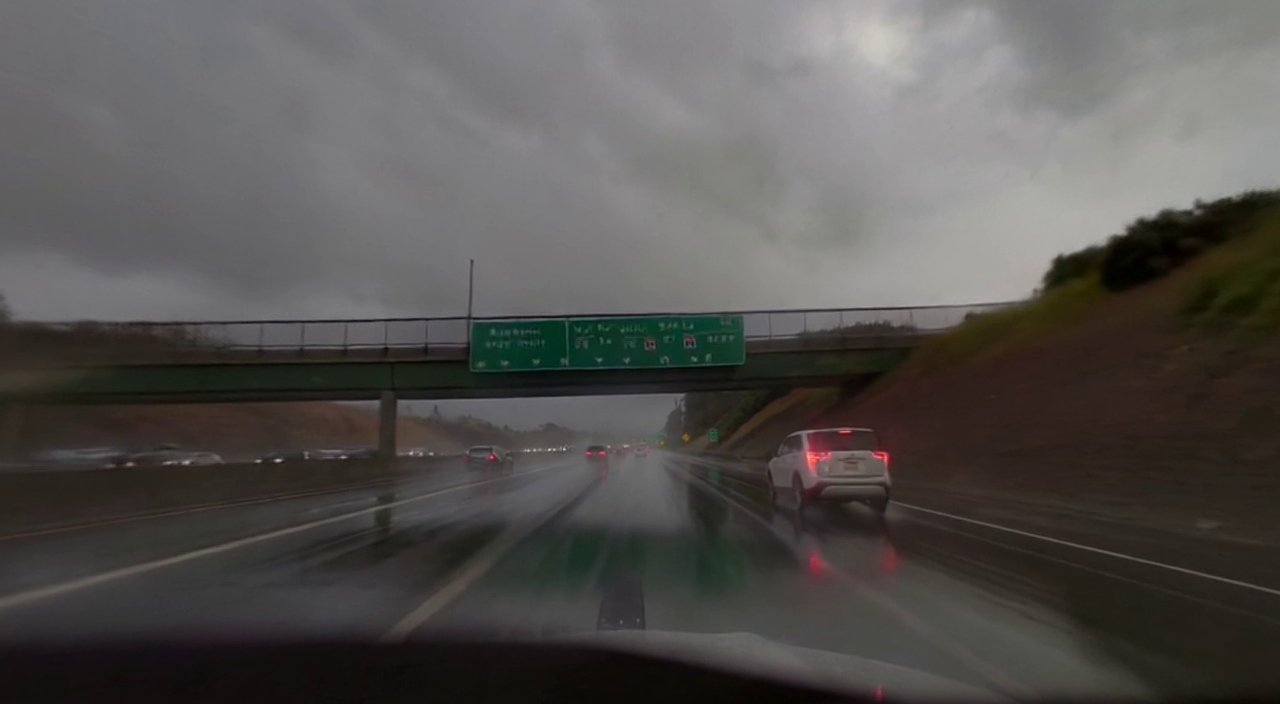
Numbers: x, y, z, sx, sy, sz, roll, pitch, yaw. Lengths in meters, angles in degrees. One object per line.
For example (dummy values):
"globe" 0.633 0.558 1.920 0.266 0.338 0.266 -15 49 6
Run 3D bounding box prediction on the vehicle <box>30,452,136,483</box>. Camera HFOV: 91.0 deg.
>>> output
"vehicle" -33.444 6.908 38.030 2.034 1.706 4.813 0 -9 0

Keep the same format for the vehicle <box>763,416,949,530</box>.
"vehicle" 3.728 2.176 11.844 1.990 1.735 4.276 0 -9 0

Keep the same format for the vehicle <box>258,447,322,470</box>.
"vehicle" -25.741 7.853 46.528 1.993 1.614 4.606 0 -9 1

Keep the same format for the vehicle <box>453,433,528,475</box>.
"vehicle" -7.422 5.162 32.036 2.341 1.959 5.684 0 -9 1

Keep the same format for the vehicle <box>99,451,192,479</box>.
"vehicle" -29.818 6.816 38.184 1.949 1.561 4.541 0 -9 0
